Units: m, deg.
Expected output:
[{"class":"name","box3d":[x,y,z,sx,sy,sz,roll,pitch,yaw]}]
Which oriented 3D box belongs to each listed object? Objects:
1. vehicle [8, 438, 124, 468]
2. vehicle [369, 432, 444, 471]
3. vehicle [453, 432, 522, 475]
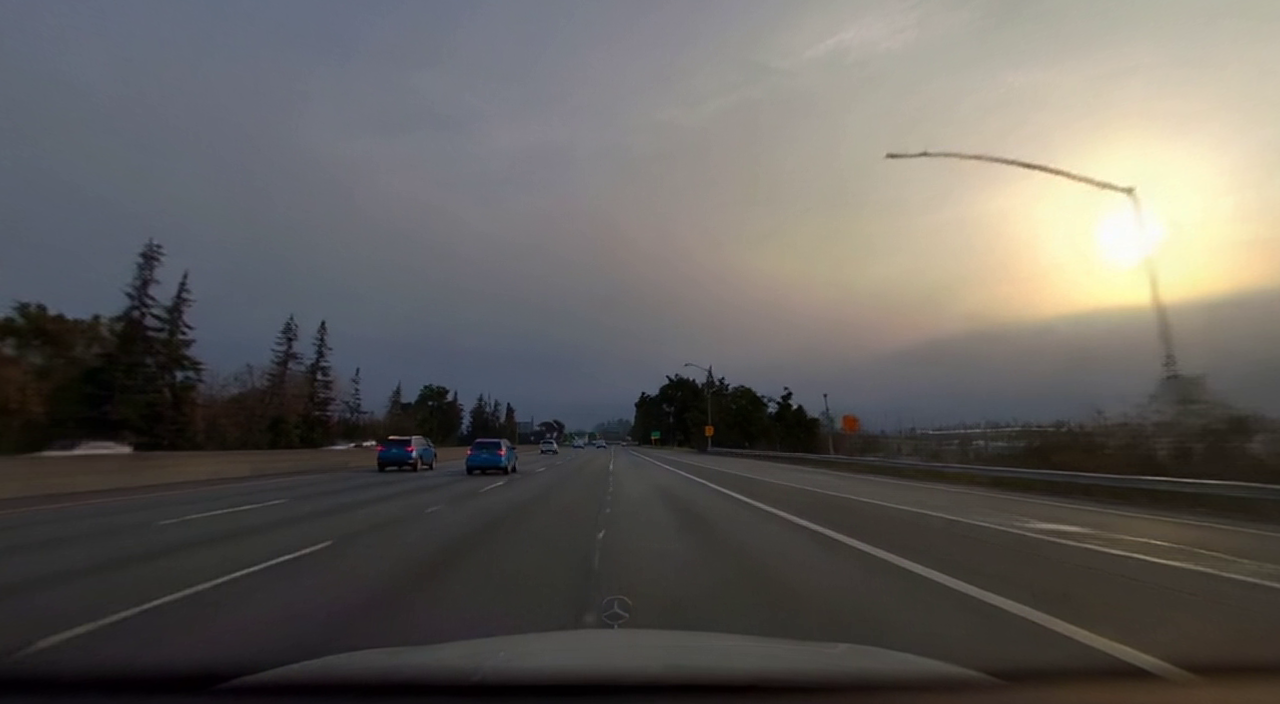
[{"class":"vehicle","box3d":[-31.550,5.580,34.958,1.905,1.506,4.931,0,-9,-2]},{"class":"vehicle","box3d":[-11.141,4.813,30.502,2.016,1.711,4.365,0,-9,-1]},{"class":"vehicle","box3d":[-6.809,4.596,28.771,2.146,1.766,4.502,0,-9,-2]}]
